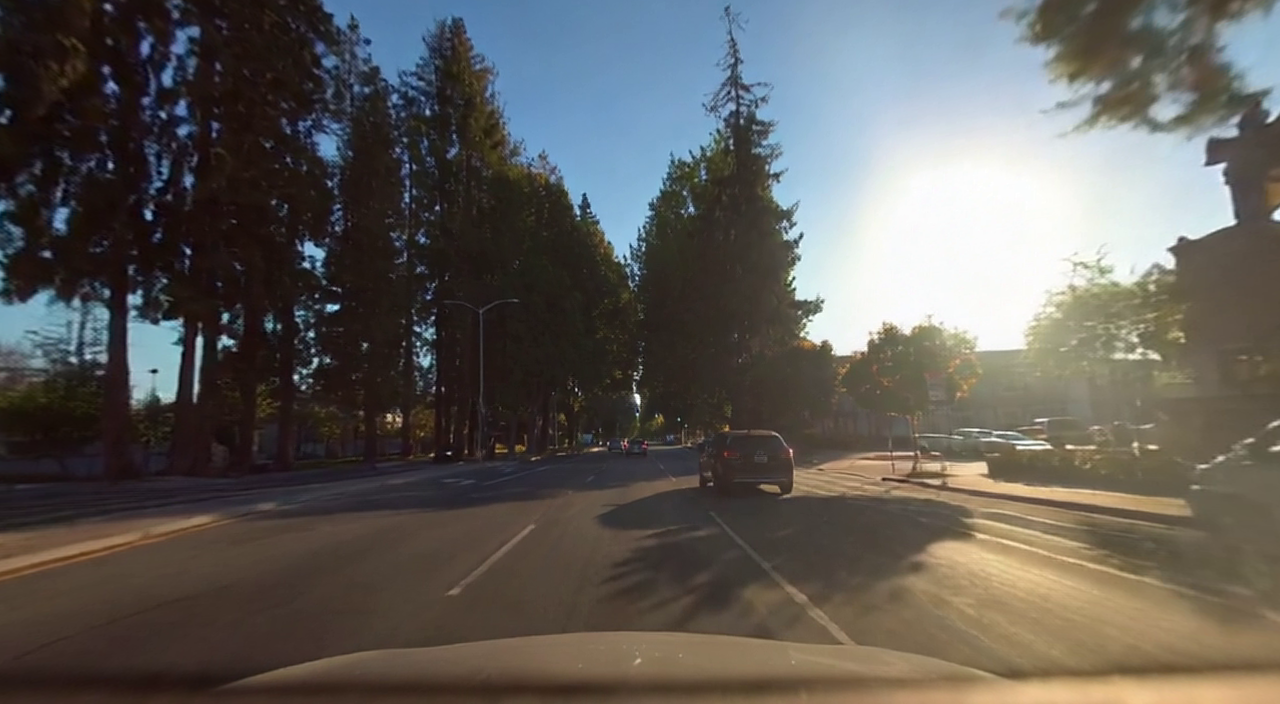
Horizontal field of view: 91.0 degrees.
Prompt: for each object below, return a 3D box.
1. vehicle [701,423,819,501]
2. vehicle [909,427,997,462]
[{"bbox_3d":[2.765,2.655,15.503,2.022,1.656,4.025,0,-8,-1],"label":"vehicle"},{"bbox_3d":[17.361,5.187,35.312,2.131,1.782,5.183,0,-8,-2],"label":"vehicle"}]
